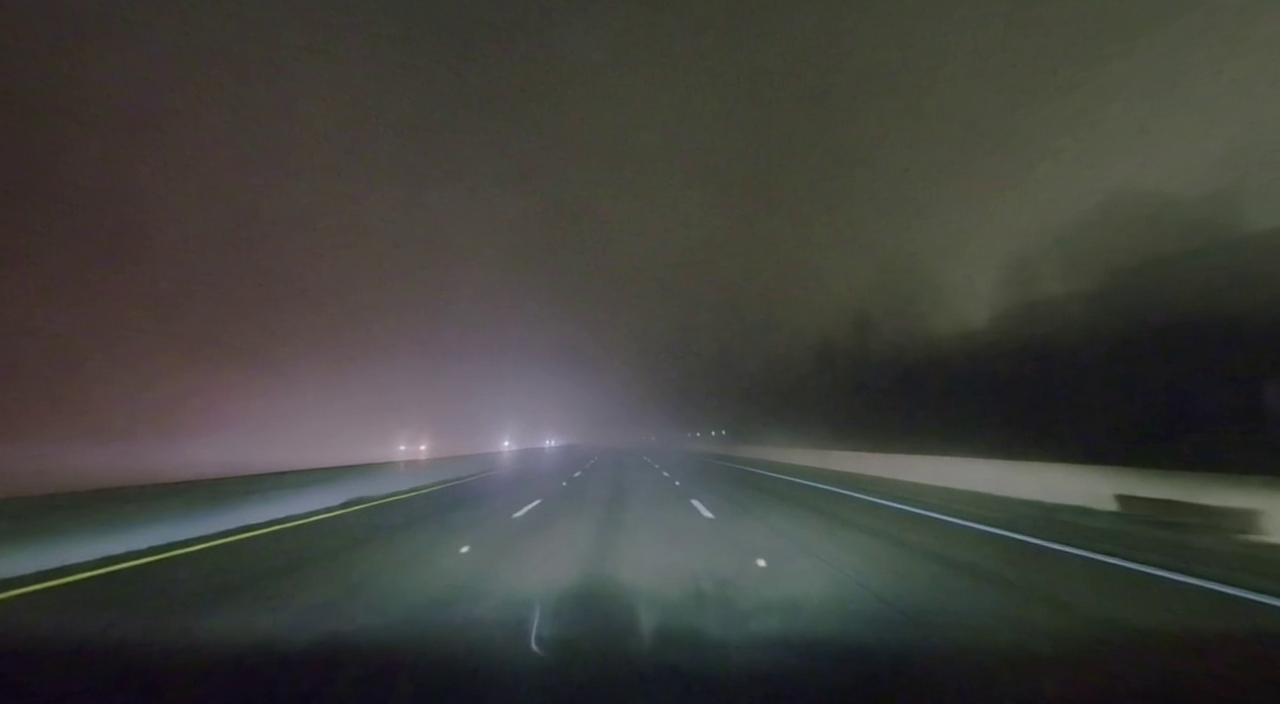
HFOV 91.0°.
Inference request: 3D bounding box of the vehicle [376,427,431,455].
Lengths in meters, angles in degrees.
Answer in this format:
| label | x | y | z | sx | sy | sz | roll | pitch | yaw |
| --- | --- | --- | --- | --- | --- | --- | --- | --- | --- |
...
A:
| label | x | y | z | sx | sy | sz | roll | pitch | yaw |
| --- | --- | --- | --- | --- | --- | --- | --- | --- | --- |
| vehicle | -17.379 | 6.569 | 46.450 | 2.329 | 1.916 | 4.747 | 0 | -8 | -2 |
